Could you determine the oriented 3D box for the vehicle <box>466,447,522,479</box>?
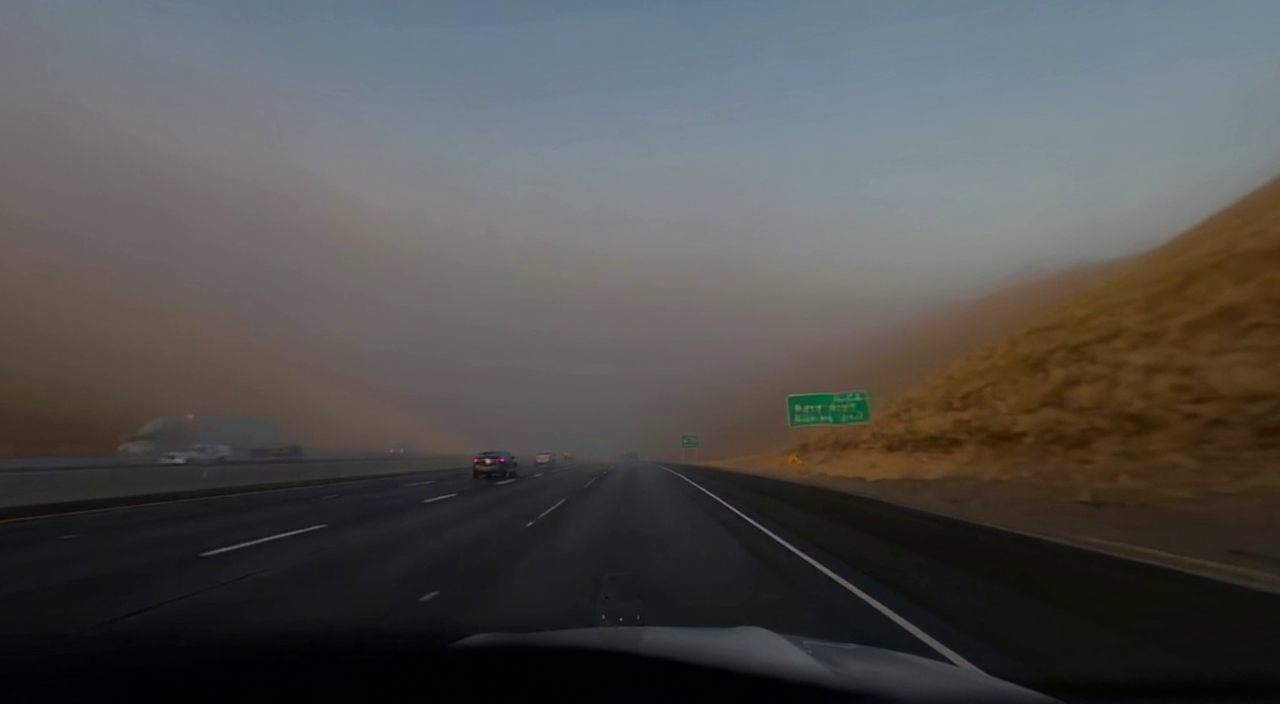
[{"bbox_3d":[-7.858,5.983,34.308,2.045,1.624,4.338,0,-9,-1],"label":"vehicle"}]

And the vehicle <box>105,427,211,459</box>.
[{"bbox_3d":[-32.587,6.204,42.905,2.403,1.999,6.275,0,-9,-2],"label":"vehicle"}]
